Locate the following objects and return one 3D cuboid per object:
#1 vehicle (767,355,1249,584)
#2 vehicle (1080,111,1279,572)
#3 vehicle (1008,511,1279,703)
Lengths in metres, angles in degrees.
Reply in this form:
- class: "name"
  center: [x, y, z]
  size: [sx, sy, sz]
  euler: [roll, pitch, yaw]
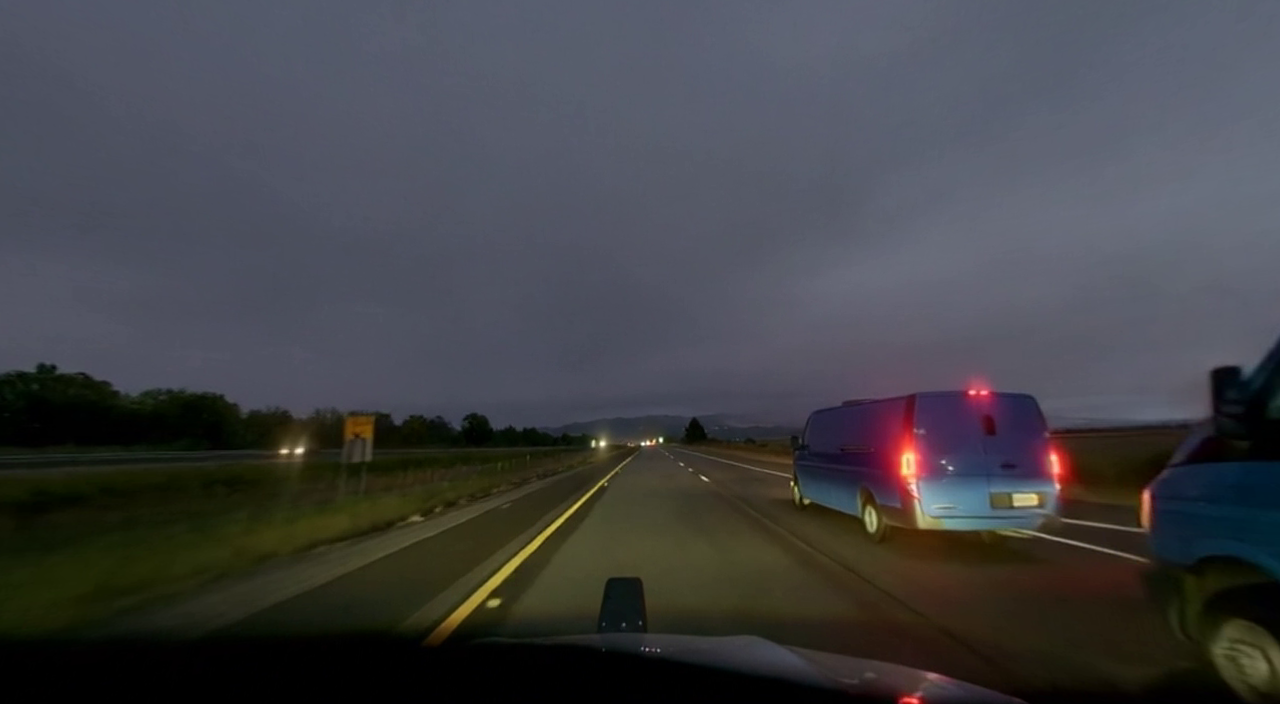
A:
- class: "vehicle"
  center: [4.033, 1.569, 9.417]
  size: [2.686, 2.043, 7.449]
  euler: [0, -8, 0]
- class: "vehicle"
  center: [4.099, -0.267, 1.211]
  size: [2.444, 2.053, 5.616]
  euler: [0, -8, 0]
- class: "vehicle"
  center: [4.014, 1.140, 1.448]
  size: [2.702, 0.824, 6.391]
  euler: [0, -8, 2]
